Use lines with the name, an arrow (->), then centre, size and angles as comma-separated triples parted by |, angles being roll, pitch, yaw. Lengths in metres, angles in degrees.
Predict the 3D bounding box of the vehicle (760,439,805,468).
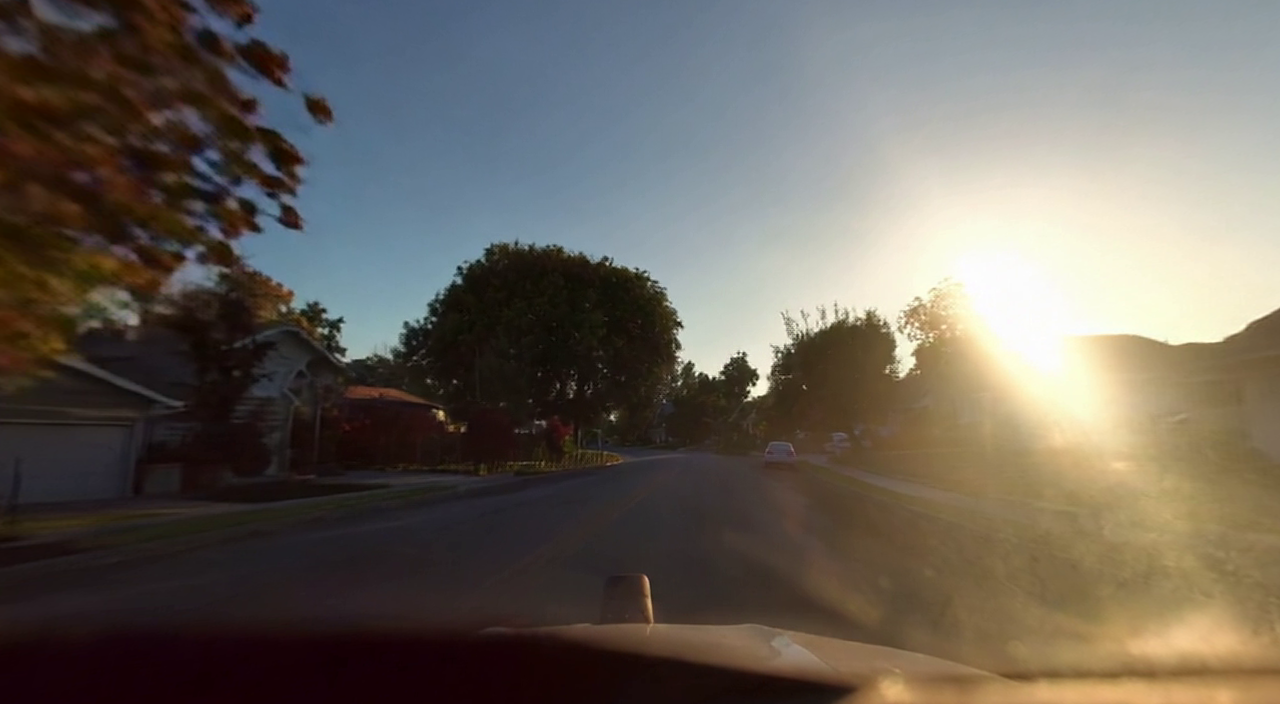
vehicle -> 7.832, 5.600, 34.993 | 2.129, 1.490, 4.369 | -1, -9, 9

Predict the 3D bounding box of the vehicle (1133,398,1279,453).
vehicle -> 20.009, 2.588, 21.791 | 1.830, 1.698, 4.624 | 1, -8, -6
